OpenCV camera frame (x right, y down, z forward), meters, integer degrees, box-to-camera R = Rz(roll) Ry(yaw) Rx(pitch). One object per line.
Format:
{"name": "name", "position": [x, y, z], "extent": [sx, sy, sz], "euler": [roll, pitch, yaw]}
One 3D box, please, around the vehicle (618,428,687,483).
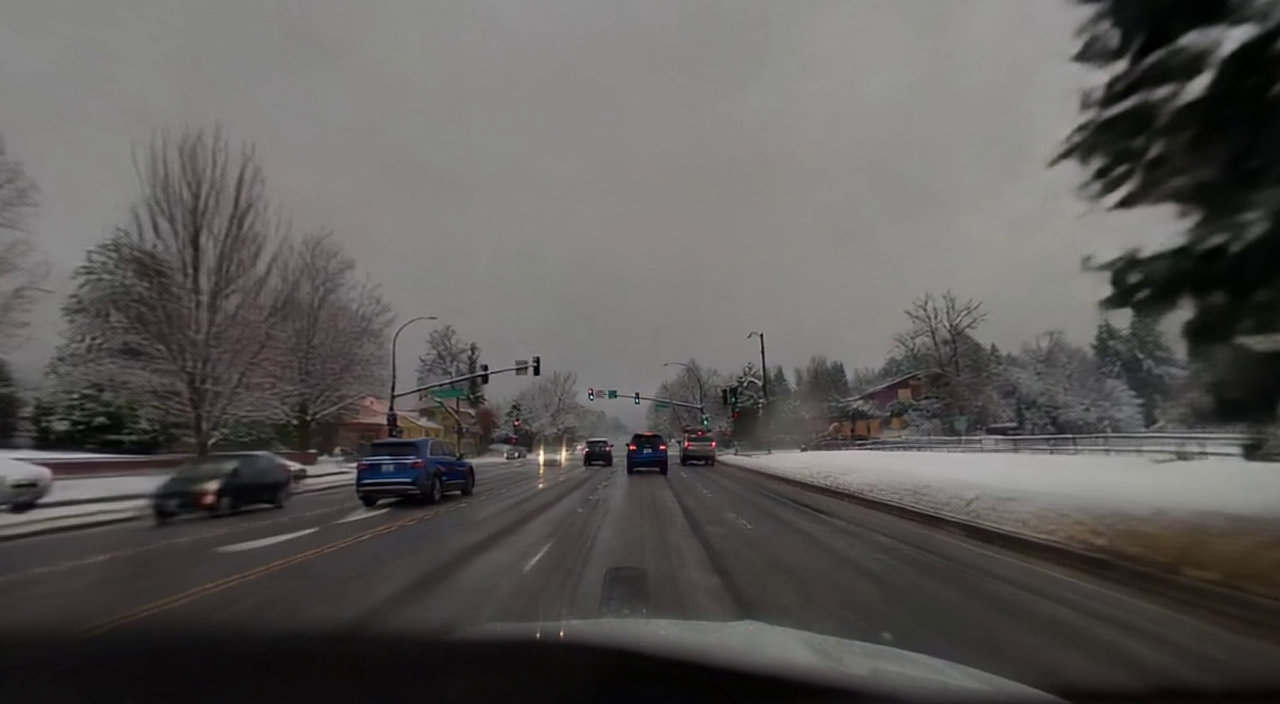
{"name": "vehicle", "position": [0.422, 3.704, 22.749], "extent": [2.235, 1.778, 4.178], "euler": [0, -9, 1]}

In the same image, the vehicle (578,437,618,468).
{"name": "vehicle", "position": [-2.421, 5.935, 37.287], "extent": [2.058, 1.659, 4.514], "euler": [0, -9, 0]}

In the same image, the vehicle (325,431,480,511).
{"name": "vehicle", "position": [-5.614, 2.863, 15.641], "extent": [2.052, 1.664, 4.476], "euler": [0, -9, 1]}

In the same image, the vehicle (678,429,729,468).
{"name": "vehicle", "position": [3.539, 5.569, 36.404], "extent": [2.338, 2.063, 5.672], "euler": [0, -9, 0]}

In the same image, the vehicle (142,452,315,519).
{"name": "vehicle", "position": [-11.717, 3.779, 18.454], "extent": [1.924, 1.533, 4.714], "euler": [-5, -9, 1]}

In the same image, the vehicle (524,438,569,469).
{"name": "vehicle", "position": [-5.498, 6.052, 37.619], "extent": [2.108, 1.689, 4.316], "euler": [0, -9, -2]}
